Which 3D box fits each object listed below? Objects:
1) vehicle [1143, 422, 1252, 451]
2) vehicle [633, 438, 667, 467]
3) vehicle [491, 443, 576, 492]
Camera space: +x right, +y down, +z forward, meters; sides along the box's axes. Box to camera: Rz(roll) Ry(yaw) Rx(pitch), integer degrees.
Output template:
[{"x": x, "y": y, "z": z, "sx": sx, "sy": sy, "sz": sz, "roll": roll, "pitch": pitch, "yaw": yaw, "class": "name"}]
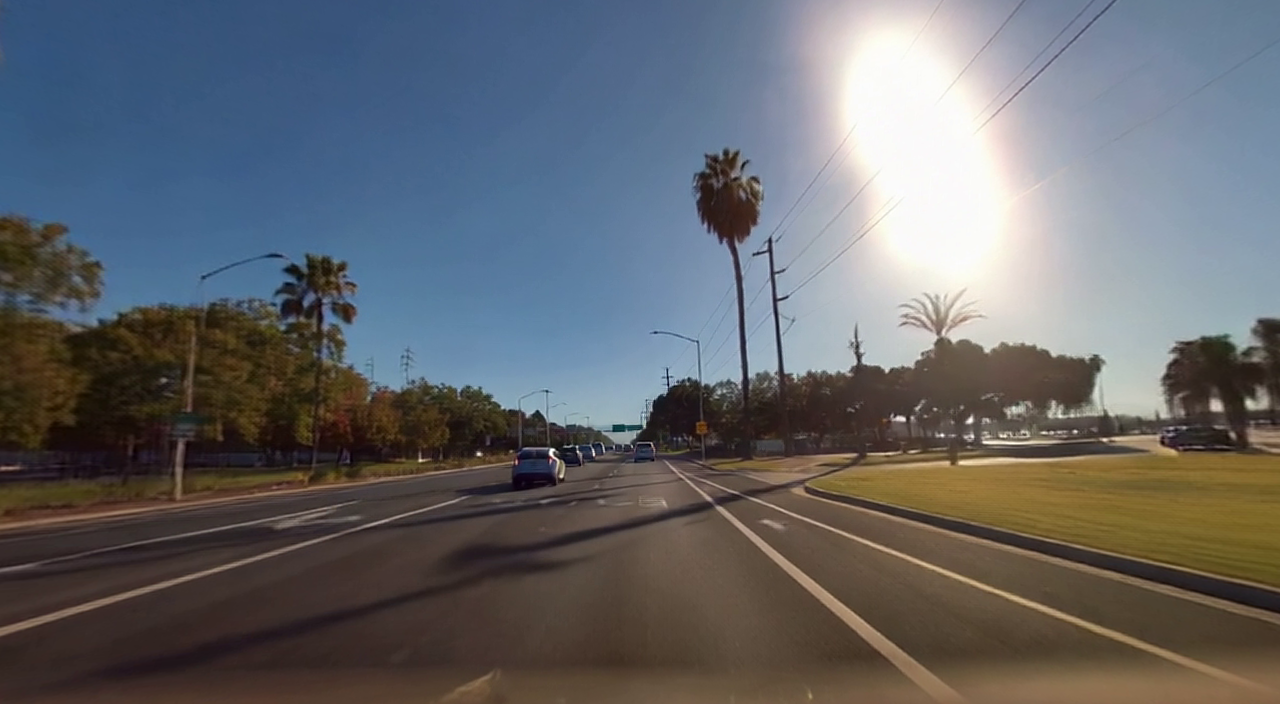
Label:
[{"x": 32.067, "y": 4.937, "z": 36.484, "sx": 1.806, "sy": 1.552, "sz": 4.740, "roll": 0, "pitch": -9, "yaw": -3, "class": "vehicle"}, {"x": 0.637, "y": 6.648, "z": 41.639, "sx": 2.155, "sy": 1.781, "sz": 3.977, "roll": 0, "pitch": -9, "yaw": 0, "class": "vehicle"}, {"x": -3.404, "y": 3.783, "z": 20.956, "sx": 1.982, "sy": 1.451, "sz": 4.152, "roll": -1, "pitch": -9, "yaw": 2, "class": "vehicle"}]
